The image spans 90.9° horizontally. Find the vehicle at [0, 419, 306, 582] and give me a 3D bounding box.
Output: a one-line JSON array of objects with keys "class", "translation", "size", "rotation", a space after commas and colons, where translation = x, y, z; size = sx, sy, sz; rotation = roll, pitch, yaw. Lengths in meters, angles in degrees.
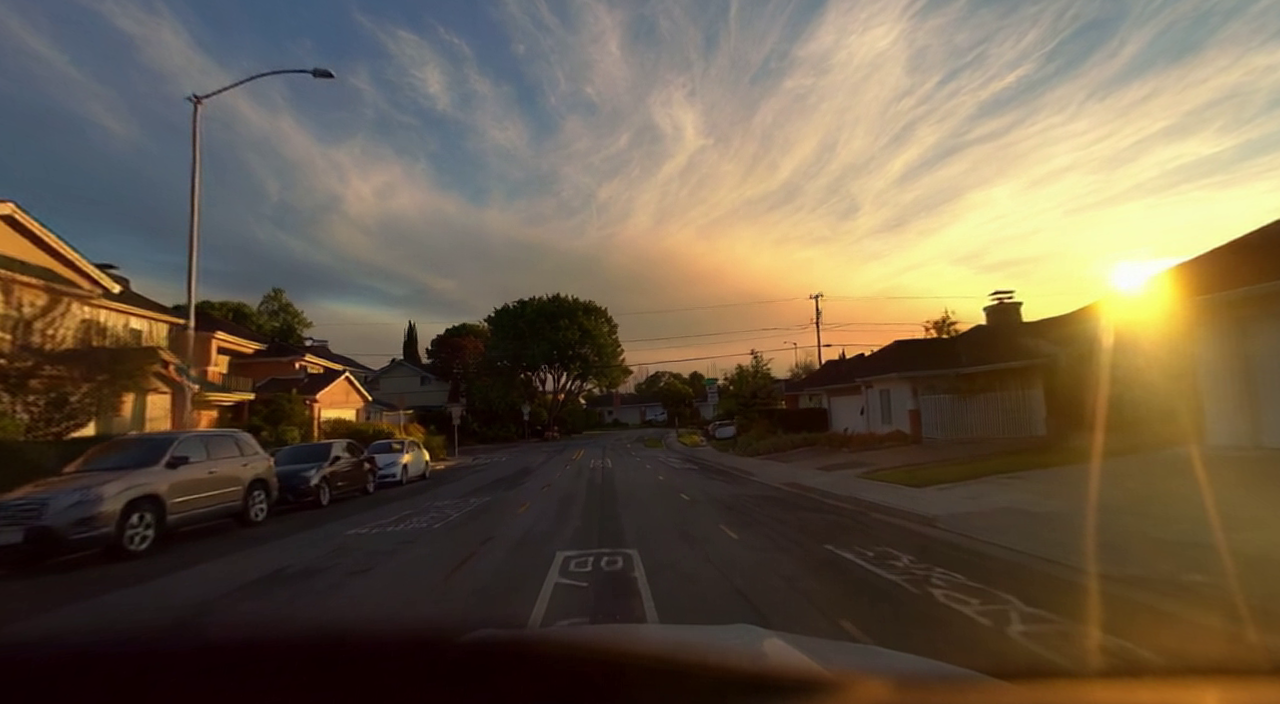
[{"class": "vehicle", "translation": [-6.941, 1.907, 9.144], "size": [1.865, 1.750, 4.507], "rotation": [0, -8, -2]}]
